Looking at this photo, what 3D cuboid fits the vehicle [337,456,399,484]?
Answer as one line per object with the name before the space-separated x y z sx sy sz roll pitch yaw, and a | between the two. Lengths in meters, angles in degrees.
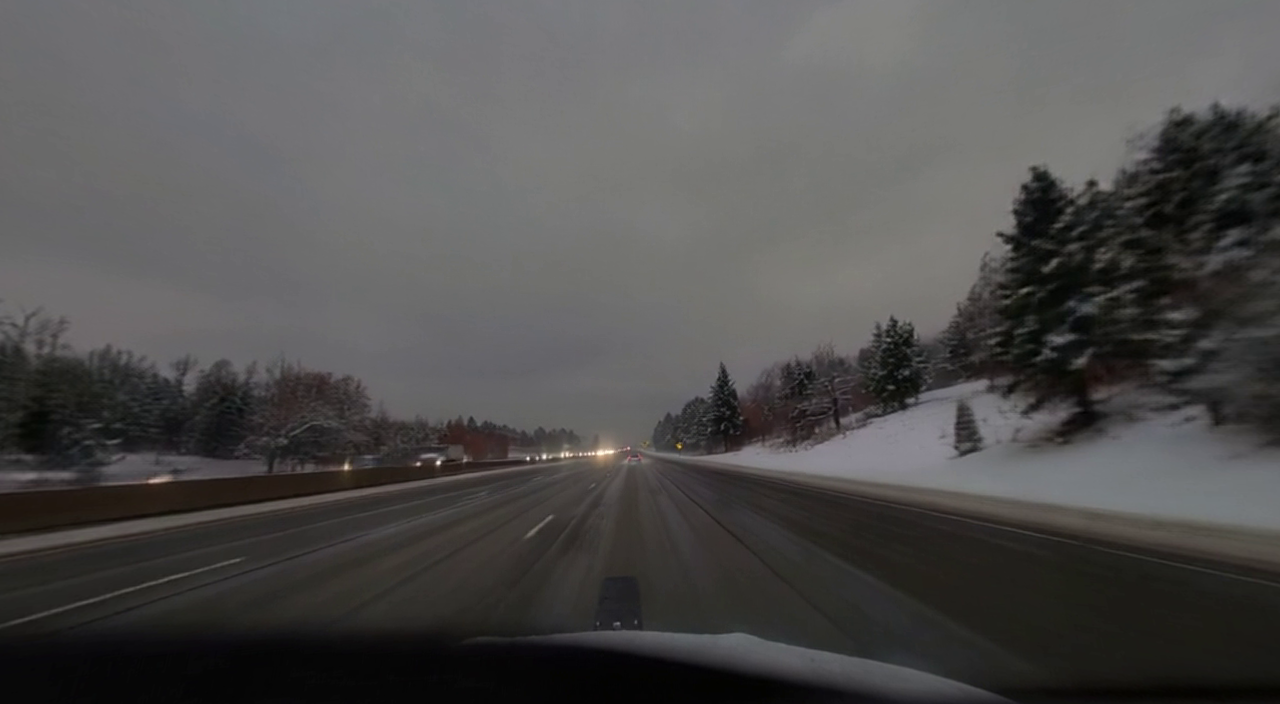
vehicle | -15.170 6.559 35.156 1.753 1.426 3.920 0 -9 0
